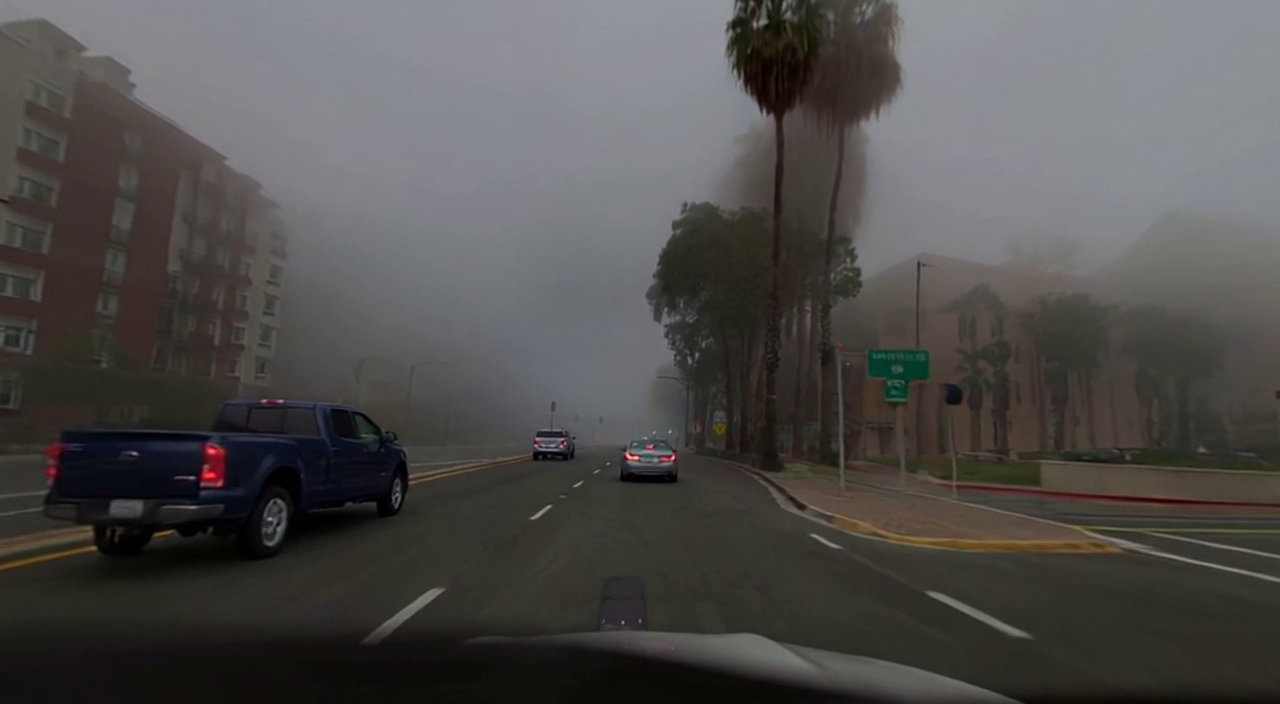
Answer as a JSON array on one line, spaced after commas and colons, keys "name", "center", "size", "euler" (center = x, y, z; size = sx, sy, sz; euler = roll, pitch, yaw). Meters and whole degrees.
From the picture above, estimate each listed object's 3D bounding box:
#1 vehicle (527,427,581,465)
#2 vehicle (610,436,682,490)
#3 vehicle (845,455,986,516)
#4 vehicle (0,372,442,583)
[{"name": "vehicle", "center": [-5.007, 5.613, 37.457], "size": [2.447, 2.062, 5.911], "euler": [0, -8, 0]}, {"name": "vehicle", "center": [0.164, 3.575, 20.614], "size": [2.122, 1.562, 4.152], "euler": [0, -8, 0]}, {"name": "vehicle", "center": [6.961, 3.389, 16.350], "size": [2.949, 1.209, 3.070], "euler": [0, -8, 16]}, {"name": "vehicle", "center": [-4.869, 1.569, 8.779], "size": [2.187, 1.904, 6.103], "euler": [0, -8, 0]}]
